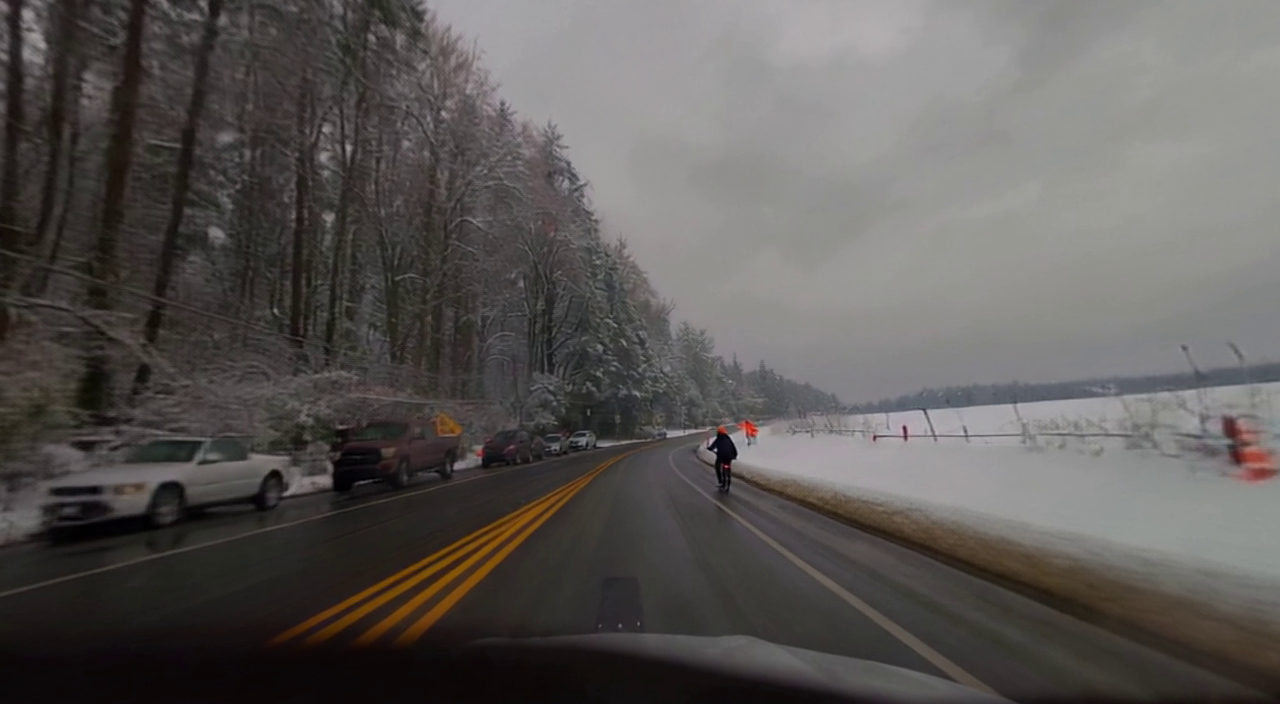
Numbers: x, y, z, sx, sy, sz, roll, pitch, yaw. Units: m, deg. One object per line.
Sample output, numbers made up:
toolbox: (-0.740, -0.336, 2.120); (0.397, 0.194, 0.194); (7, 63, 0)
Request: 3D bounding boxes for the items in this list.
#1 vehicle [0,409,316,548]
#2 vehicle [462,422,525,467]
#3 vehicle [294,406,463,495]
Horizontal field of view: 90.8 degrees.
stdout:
vehicle: (-7.709, 1.978, 10.649); (1.991, 1.759, 4.443); (-3, -8, 3)
vehicle: (-7.301, 4.698, 31.982); (1.955, 1.908, 4.680); (-5, -9, 0)
vehicle: (-7.265, 2.864, 18.471); (2.312, 2.075, 5.748); (-3, -9, 2)
